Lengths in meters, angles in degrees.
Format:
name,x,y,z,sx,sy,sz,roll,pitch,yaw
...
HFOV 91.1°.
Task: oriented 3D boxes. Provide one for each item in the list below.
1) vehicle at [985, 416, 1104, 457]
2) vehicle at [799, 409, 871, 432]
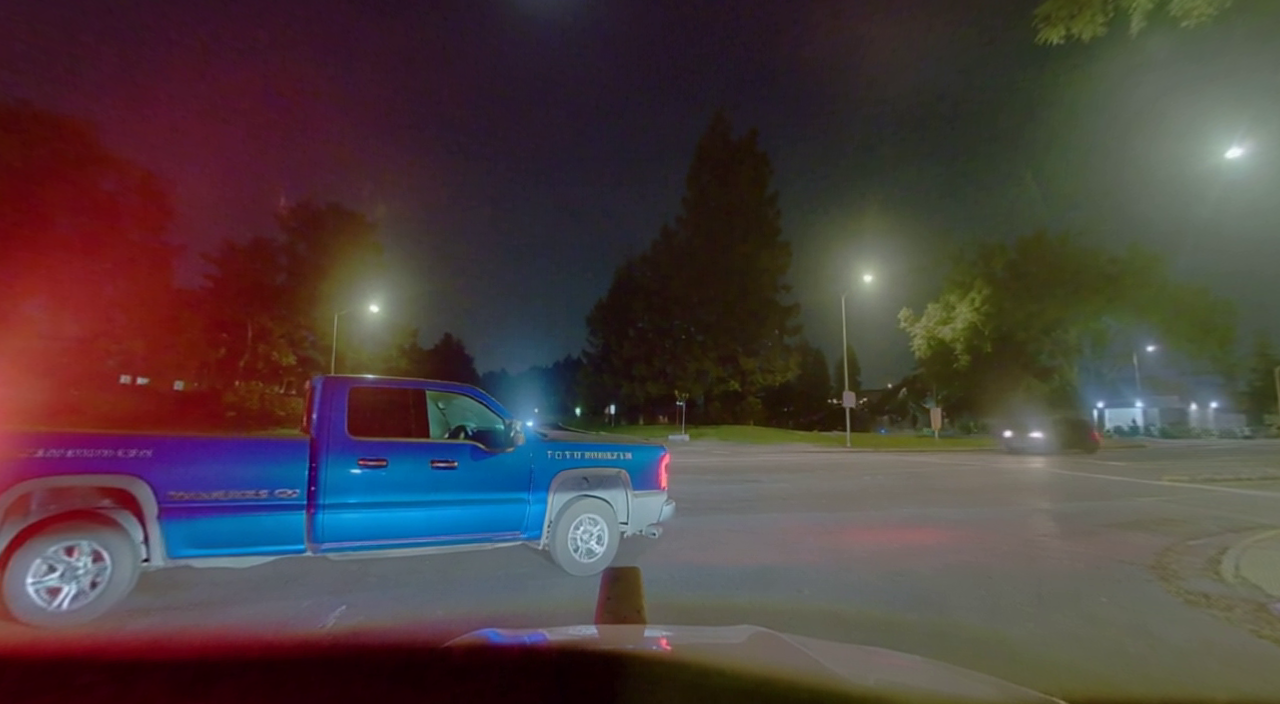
name,x,y,z,sx,sy,sz,roll,pitch,yaw
vehicle,19.496,4.093,30.234,5.333,1.837,2.124,4,-9,-24
vehicle,13.666,4.854,44.020,4.674,1.483,1.745,3,-9,-21
